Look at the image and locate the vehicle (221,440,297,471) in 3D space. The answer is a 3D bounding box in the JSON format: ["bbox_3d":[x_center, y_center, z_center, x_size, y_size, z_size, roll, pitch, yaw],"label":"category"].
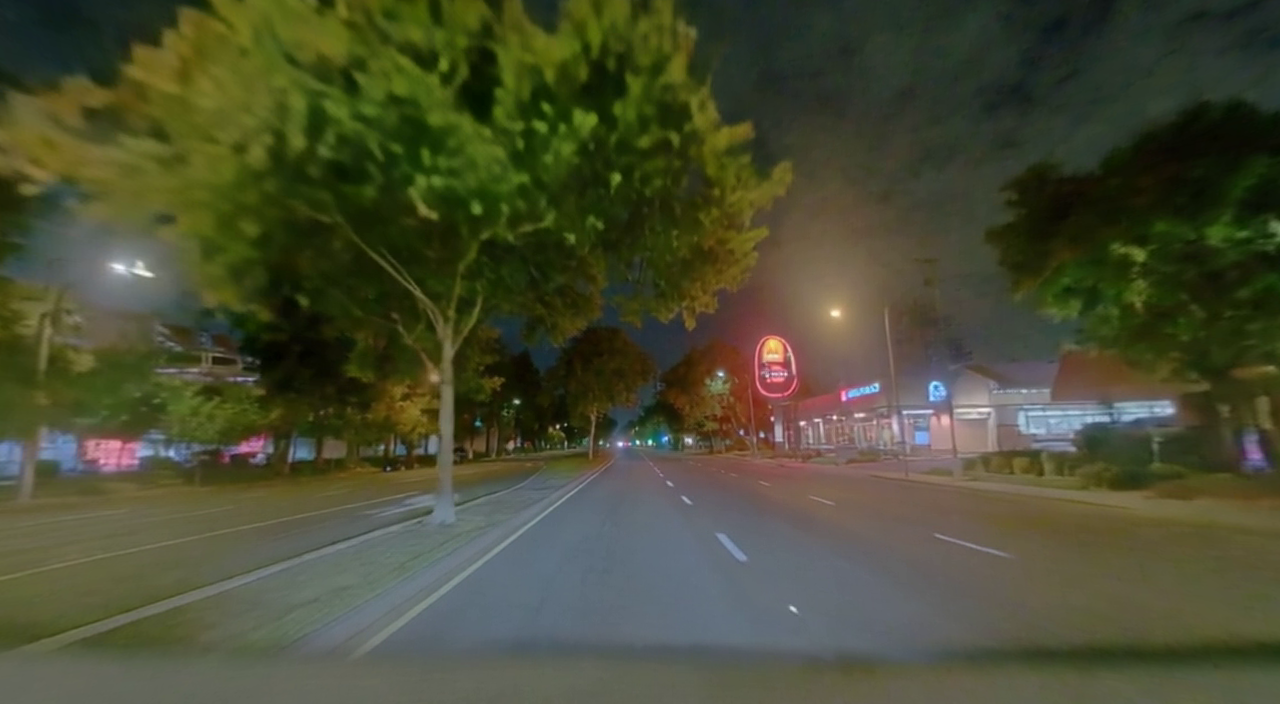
[{"bbox_3d":[-29.945,8.111,49.640,5.867,2.279,2.342,-5,-10,28],"label":"vehicle"}]

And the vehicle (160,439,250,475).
[{"bbox_3d":[-29.880,7.190,43.384,5.630,2.280,2.513,-4,-10,26],"label":"vehicle"}]

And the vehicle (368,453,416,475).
[{"bbox_3d":[-19.528,8.822,49.939,2.012,1.471,4.613,-2,-8,-2],"label":"vehicle"}]

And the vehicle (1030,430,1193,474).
[{"bbox_3d":[21.258,4.559,29.050,2.480,1.766,6.529,0,-9,0],"label":"vehicle"}]
